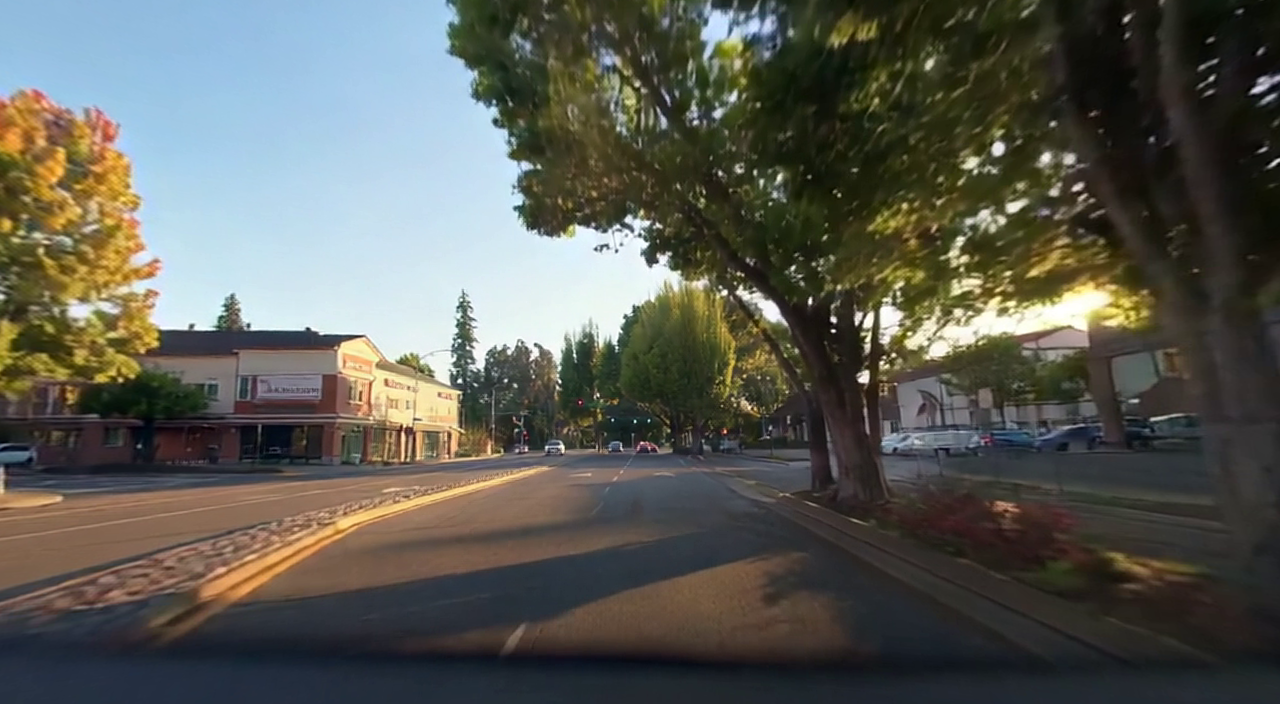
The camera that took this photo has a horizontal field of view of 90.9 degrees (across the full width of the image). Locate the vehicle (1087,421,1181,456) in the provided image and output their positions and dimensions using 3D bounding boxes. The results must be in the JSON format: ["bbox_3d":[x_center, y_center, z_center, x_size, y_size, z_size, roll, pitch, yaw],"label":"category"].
[{"bbox_3d":[20.853,3.650,26.639,3.179,1.322,1.521,1,-8,-19],"label":"vehicle"}]

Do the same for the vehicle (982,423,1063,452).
[{"bbox_3d":[24.656,5.594,40.867,1.850,1.745,4.514,1,-9,-11],"label":"vehicle"}]

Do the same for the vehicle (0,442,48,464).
[{"bbox_3d":[-45.563,7.332,45.454,3.870,1.435,1.819,-2,-9,-3],"label":"vehicle"}]

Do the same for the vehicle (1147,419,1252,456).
[{"bbox_3d":[21.559,3.283,24.330,3.143,1.303,1.491,1,-8,-17],"label":"vehicle"}]
